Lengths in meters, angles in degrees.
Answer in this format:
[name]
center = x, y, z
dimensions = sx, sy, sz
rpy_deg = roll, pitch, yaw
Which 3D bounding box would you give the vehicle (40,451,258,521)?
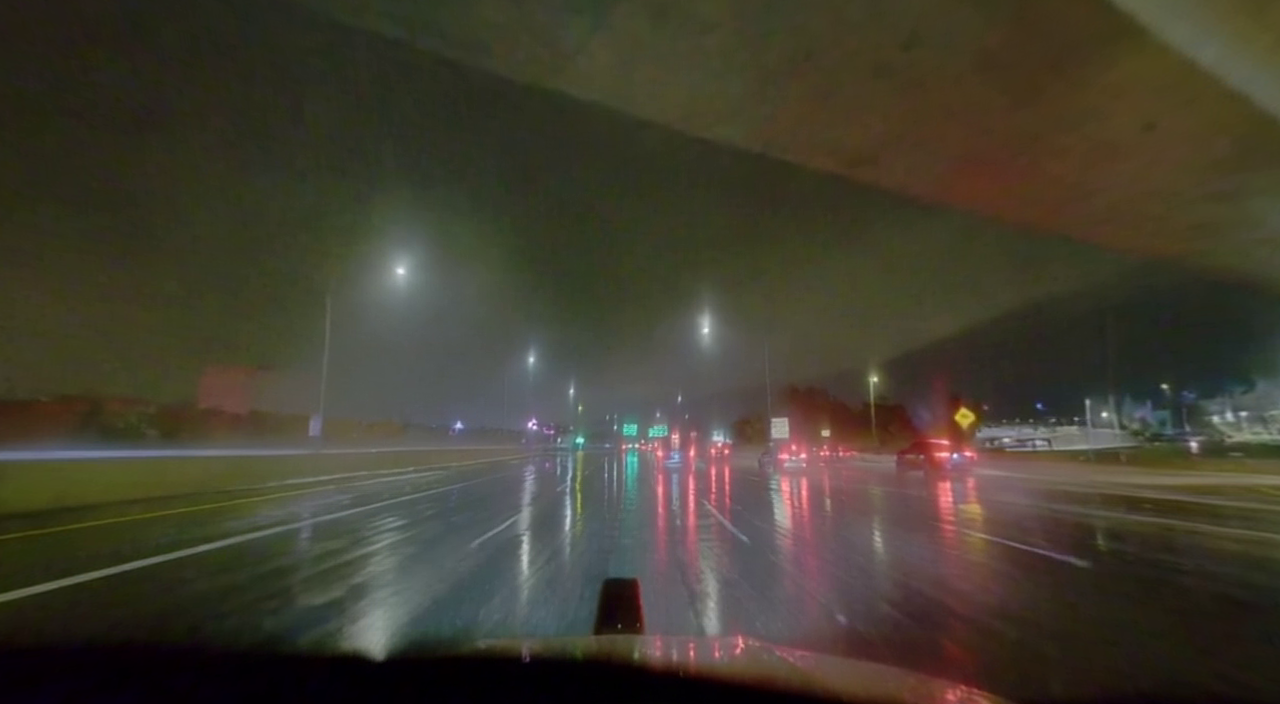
[vehicle]
center = -11.455, 3.107, 15.217
dimensions = 1.861, 1.373, 4.211
rpy_deg = 0, -8, 0
